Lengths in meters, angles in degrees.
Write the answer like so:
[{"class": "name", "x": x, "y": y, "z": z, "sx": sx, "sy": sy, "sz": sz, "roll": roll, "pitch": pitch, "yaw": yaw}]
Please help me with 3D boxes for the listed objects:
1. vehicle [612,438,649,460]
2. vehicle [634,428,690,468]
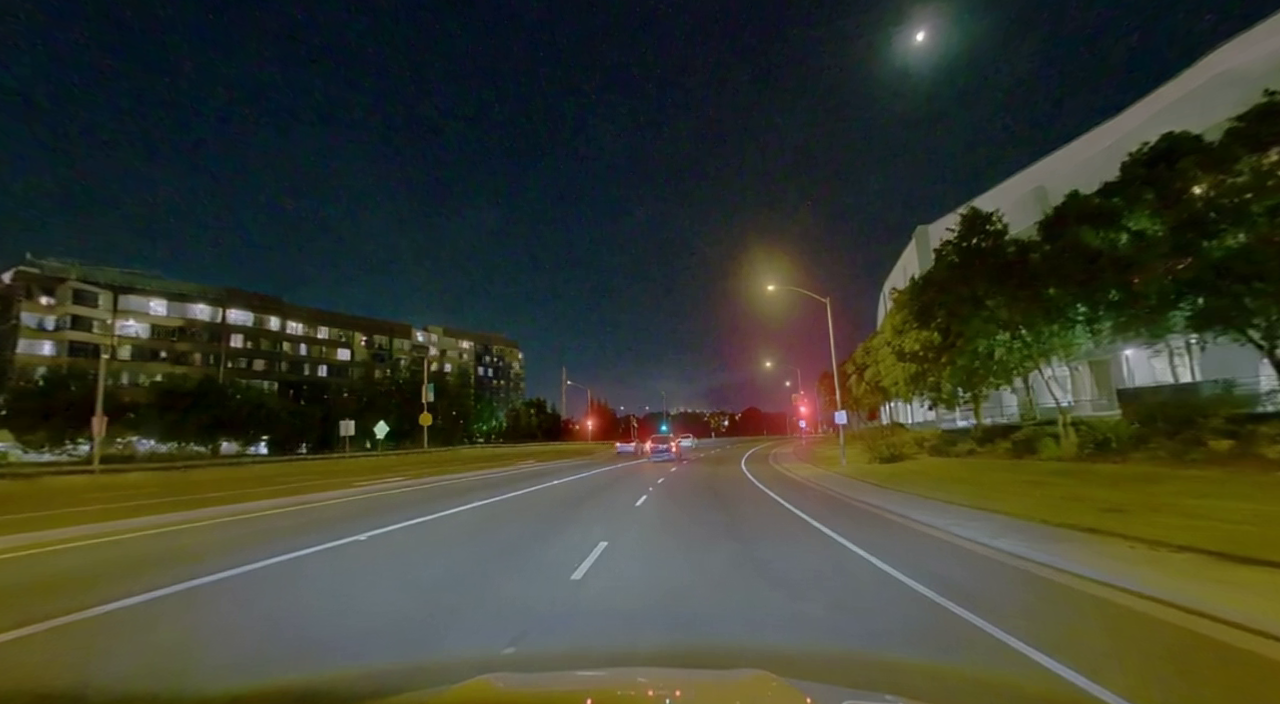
[{"class": "vehicle", "x": -0.620, "y": 6.993, "z": 45.695, "sx": 1.952, "sy": 1.472, "sz": 4.312, "roll": -2, "pitch": -9, "yaw": 10}, {"class": "vehicle", "x": 1.281, "y": 5.131, "z": 33.768, "sx": 2.356, "sy": 1.931, "sz": 4.840, "roll": -2, "pitch": -9, "yaw": 9}]
